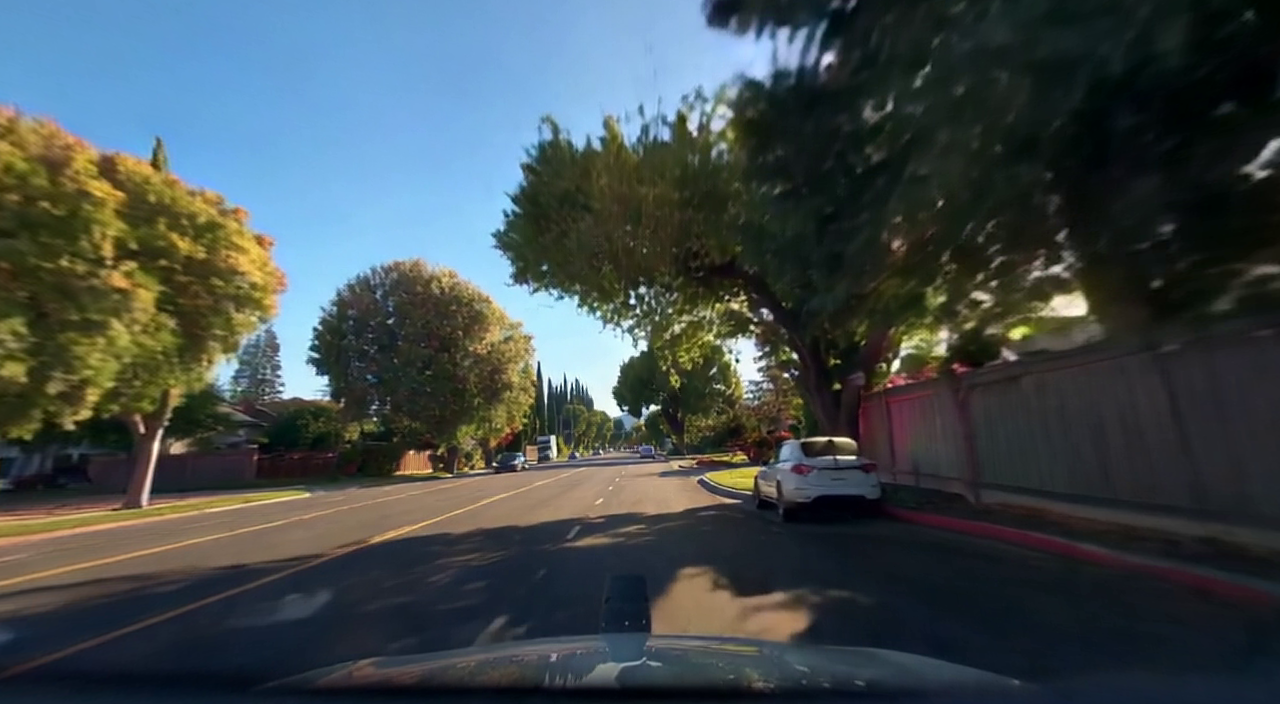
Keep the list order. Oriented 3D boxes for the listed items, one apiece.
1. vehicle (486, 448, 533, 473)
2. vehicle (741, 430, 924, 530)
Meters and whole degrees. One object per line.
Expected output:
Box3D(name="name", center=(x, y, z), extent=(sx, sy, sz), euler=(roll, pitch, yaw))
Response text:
Box3D(name="vehicle", center=(-8.478, 7.083, 41.267), extent=(2.001, 1.508, 4.581), euler=(-1, -9, 1))
Box3D(name="vehicle", center=(3.333, 2.329, 12.083), extent=(2.011, 1.507, 4.769), euler=(0, -9, 0))
